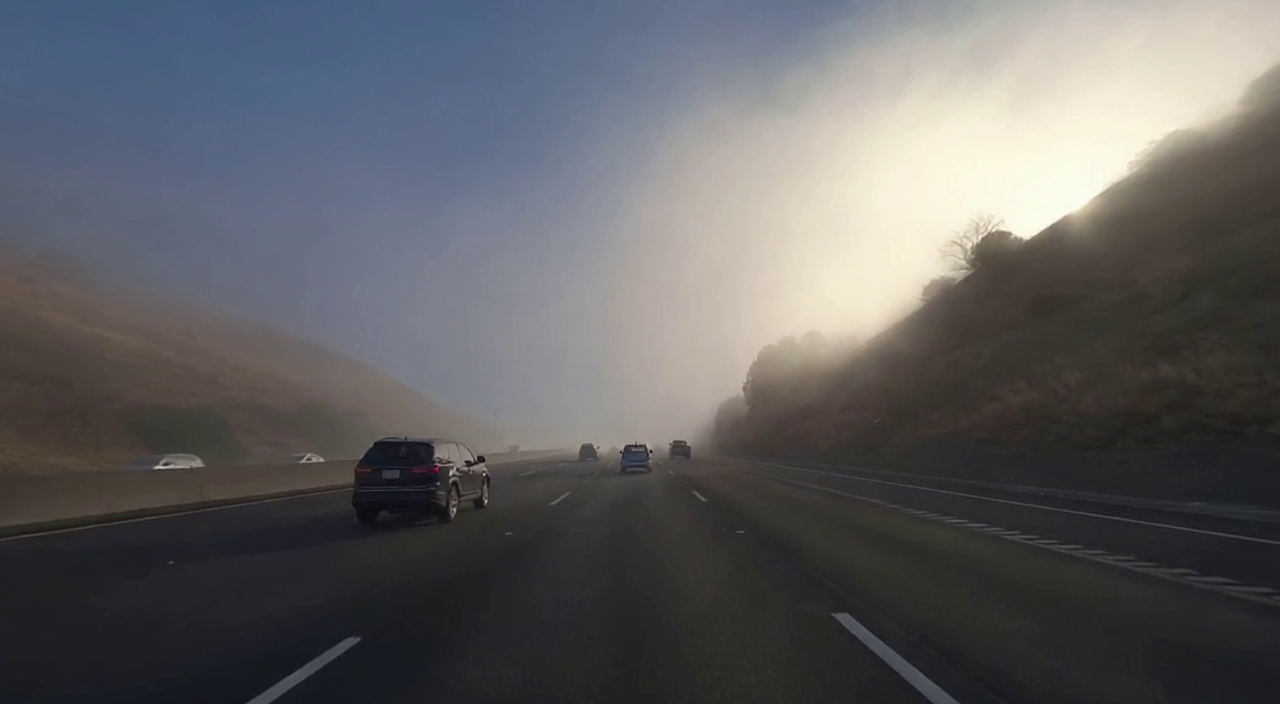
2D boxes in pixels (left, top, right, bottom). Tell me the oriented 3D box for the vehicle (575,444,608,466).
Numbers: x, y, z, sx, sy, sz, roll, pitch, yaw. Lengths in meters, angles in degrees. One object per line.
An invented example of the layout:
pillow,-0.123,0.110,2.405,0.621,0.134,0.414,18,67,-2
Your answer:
vehicle,-3.578,7.676,47.249,2.061,1.549,4.321,0,-8,0

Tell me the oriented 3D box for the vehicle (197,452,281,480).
vehicle,-23.938,6.792,37.898,1.947,1.473,4.731,0,-8,0

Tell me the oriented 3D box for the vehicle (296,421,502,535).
vehicle,-4.060,2.188,11.541,2.076,1.690,4.113,0,-8,1

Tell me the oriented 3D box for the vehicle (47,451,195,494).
vehicle,-19.985,4.634,24.608,1.892,1.461,4.547,0,-8,0

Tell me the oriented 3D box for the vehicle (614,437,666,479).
vehicle,0.010,4.639,27.832,2.086,1.685,4.206,0,-8,0
